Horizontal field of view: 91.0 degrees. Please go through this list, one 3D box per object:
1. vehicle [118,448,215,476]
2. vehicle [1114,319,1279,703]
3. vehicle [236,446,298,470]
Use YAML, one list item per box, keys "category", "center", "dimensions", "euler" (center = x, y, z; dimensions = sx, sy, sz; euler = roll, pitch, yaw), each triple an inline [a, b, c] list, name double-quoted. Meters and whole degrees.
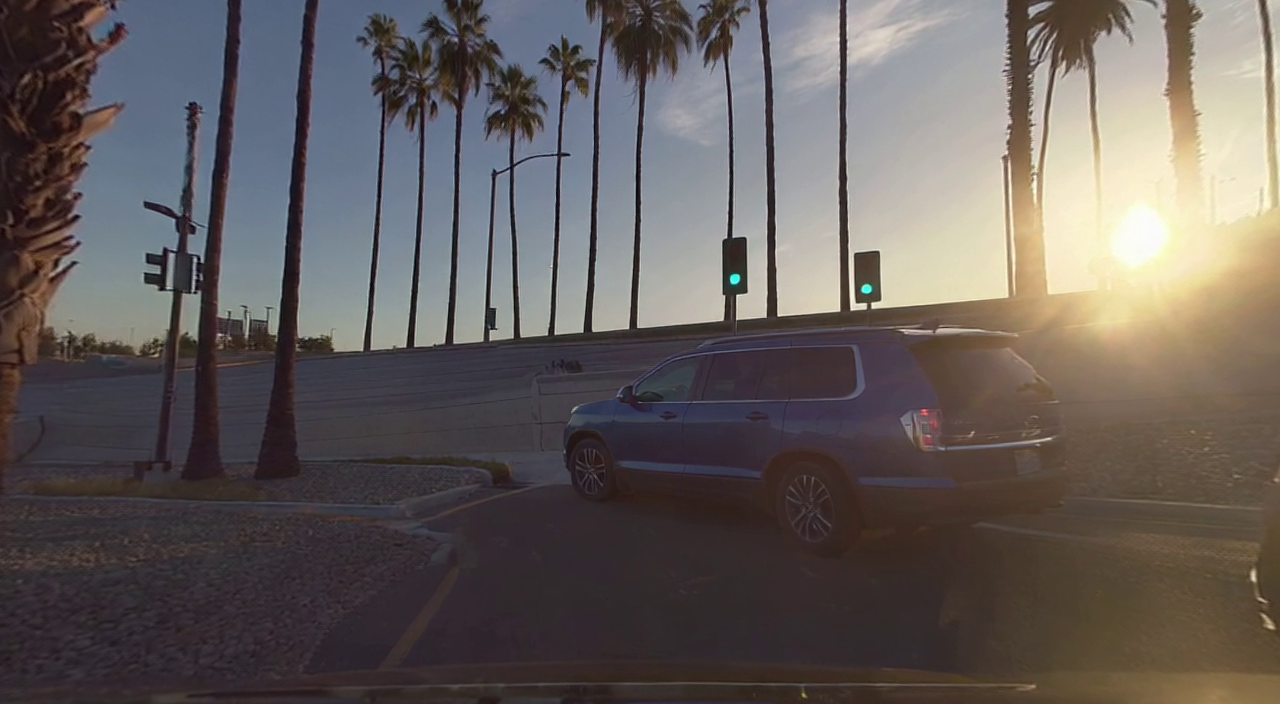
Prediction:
- category: "vehicle"
  center: [-26.577, 6.177, 35.530]
  dimensions: [1.830, 1.443, 4.551]
  euler: [0, -9, 2]
- category: "vehicle"
  center: [3.452, 0.523, 0.766]
  dimensions: [2.028, 1.770, 4.737]
  euler: [0, -9, 0]
- category: "vehicle"
  center: [-26.275, 7.450, 44.499]
  dimensions: [1.941, 1.631, 4.017]
  euler: [0, -9, 0]
